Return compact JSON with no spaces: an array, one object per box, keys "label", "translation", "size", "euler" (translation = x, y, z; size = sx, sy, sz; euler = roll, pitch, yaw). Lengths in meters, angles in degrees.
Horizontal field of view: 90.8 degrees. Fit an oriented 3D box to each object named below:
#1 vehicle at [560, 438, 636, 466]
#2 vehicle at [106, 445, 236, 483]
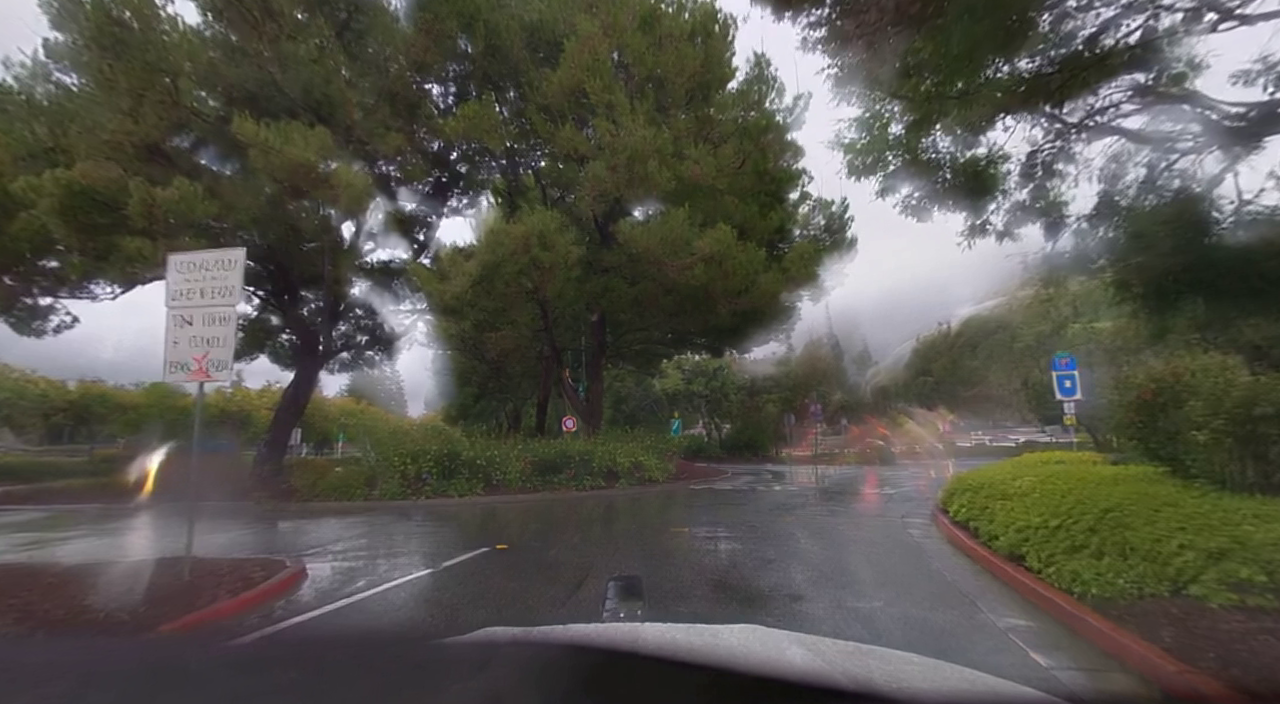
[{"label":"vehicle","translation":[-2.717,6.390,40.280],"size":[4.490,1.672,2.019],"euler":[-6,-10,33]},{"label":"vehicle","translation":[-21.102,5.019,28.684],"size":[2.088,1.581,4.345],"euler":[-2,-9,12]}]
